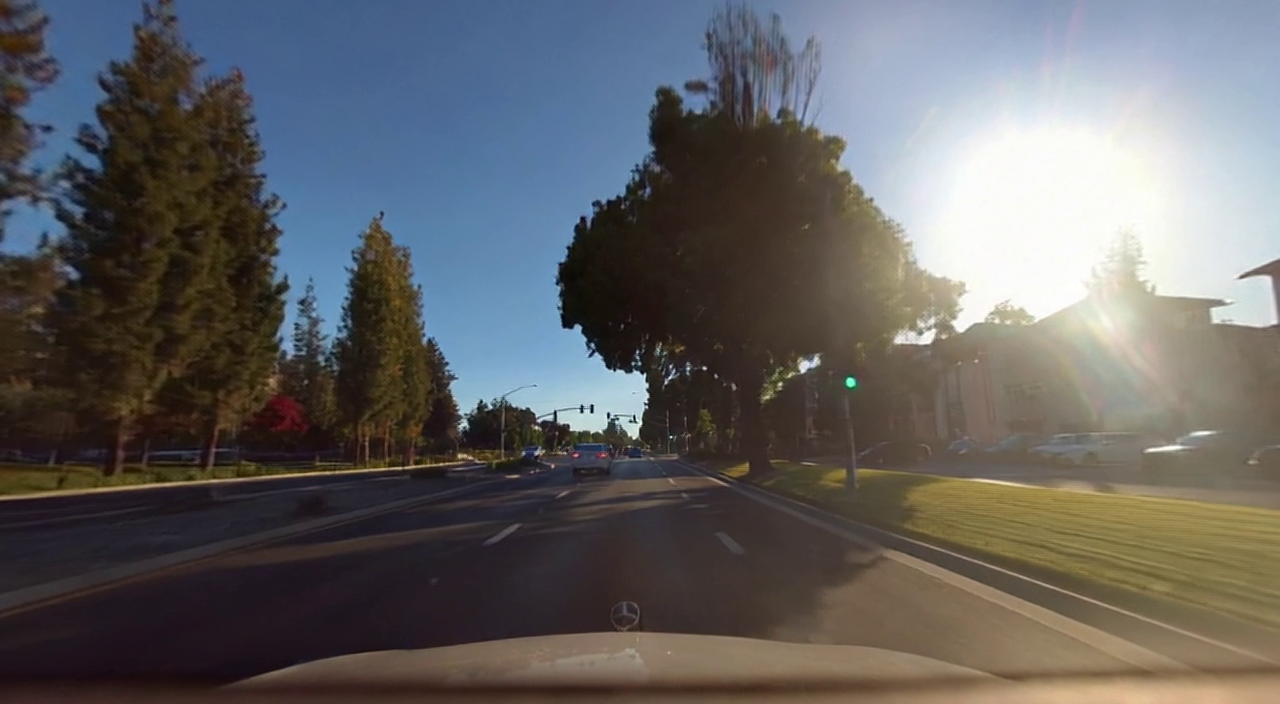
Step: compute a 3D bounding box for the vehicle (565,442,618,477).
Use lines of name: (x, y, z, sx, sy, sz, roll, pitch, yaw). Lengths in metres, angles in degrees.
vehicle: (-2.188, 5.026, 29.770, 2.011, 1.498, 4.914, 0, -9, 1)

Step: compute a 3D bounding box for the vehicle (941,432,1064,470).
vehicle: (16.713, 4.563, 29.250, 4.564, 1.663, 2.033, 1, -9, -9)

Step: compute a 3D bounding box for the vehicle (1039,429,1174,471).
vehicle: (17.327, 3.654, 23.566, 3.846, 1.488, 1.695, 1, -9, -8)

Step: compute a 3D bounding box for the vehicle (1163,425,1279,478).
vehicle: (17.934, 2.894, 18.211, 4.382, 1.385, 1.925, 3, -9, -11)

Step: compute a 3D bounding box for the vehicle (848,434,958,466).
vehicle: (15.444, 5.778, 37.283, 5.604, 1.833, 2.128, 1, -9, -8)
